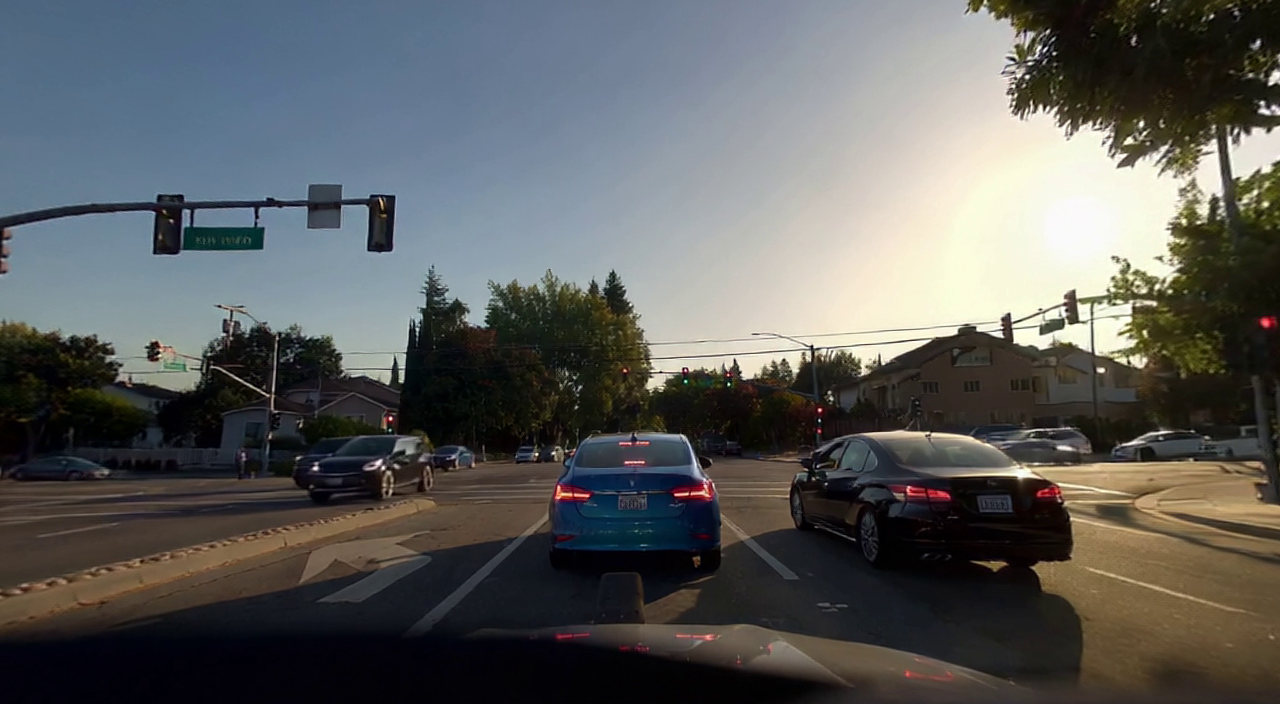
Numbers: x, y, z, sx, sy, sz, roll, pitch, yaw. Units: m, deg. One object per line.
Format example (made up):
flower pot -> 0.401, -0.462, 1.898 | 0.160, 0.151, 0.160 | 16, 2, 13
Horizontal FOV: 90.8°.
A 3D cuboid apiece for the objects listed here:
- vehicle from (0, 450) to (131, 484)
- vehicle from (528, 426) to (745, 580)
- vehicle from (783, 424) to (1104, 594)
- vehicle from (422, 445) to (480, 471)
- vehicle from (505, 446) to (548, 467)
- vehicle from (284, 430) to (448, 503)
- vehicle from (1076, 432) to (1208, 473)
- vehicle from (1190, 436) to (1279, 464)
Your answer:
vehicle -> -28.161, 5.614, 31.055 | 4.538, 1.591, 1.949 | 0, -8, 1
vehicle -> -0.051, 1.778, 8.264 | 2.103, 1.478, 4.073 | 0, -8, -1
vehicle -> 3.183, 1.712, 7.757 | 1.913, 1.505, 4.097 | 0, -8, 0
vehicle -> -11.373, 6.385, 38.307 | 2.125, 1.476, 4.385 | -1, -8, 1
vehicle -> -7.570, 6.986, 42.468 | 2.040, 1.374, 4.150 | 0, -8, 1
vehicle -> -7.486, 3.188, 18.038 | 2.383, 1.779, 4.973 | 0, -8, 1
vehicle -> 23.993, 4.790, 30.314 | 4.520, 1.762, 2.005 | -1, -8, -1
vehicle -> 32.404, 5.203, 33.625 | 4.489, 1.432, 1.790 | 0, -9, 0
